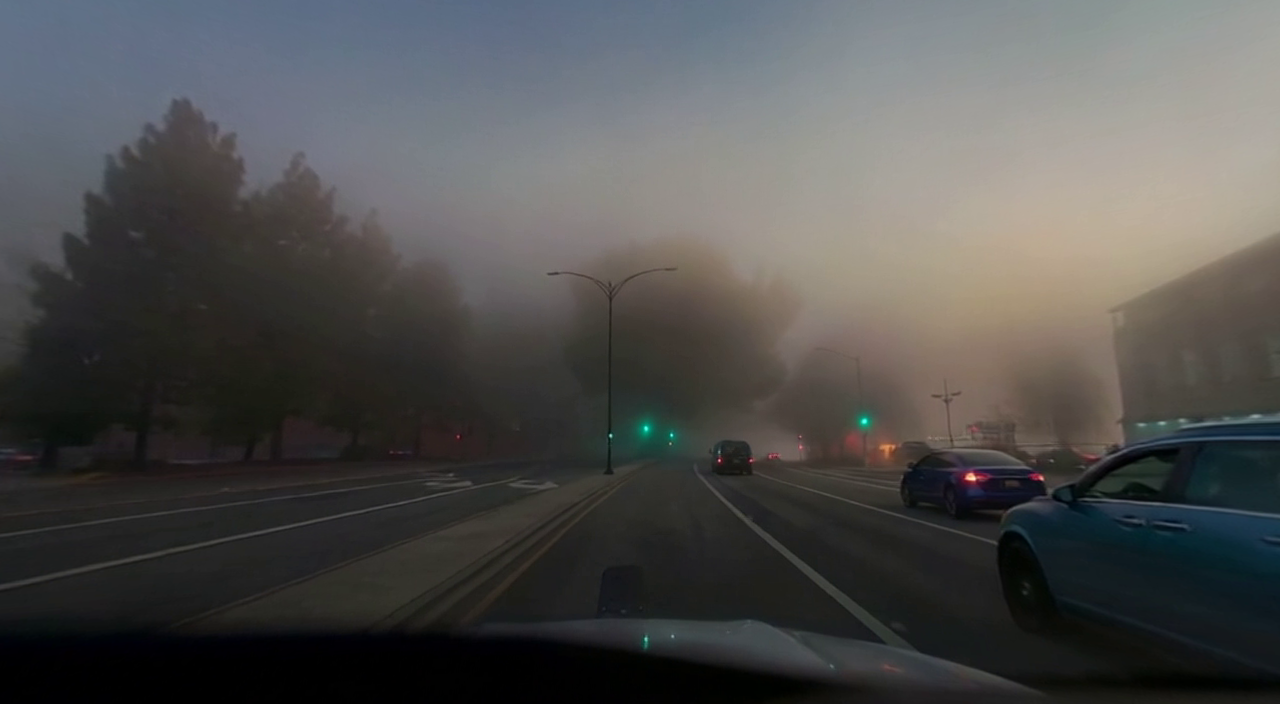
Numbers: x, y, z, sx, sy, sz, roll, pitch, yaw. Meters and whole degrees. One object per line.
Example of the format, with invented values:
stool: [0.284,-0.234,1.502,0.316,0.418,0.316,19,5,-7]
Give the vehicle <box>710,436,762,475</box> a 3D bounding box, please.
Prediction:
vehicle: [4.835,5.275,32.347,2.154,1.844,4.634,0,-8,3]

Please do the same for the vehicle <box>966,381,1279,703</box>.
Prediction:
vehicle: [3.513,0.998,2.903,1.901,1.634,3.952,0,-8,0]
